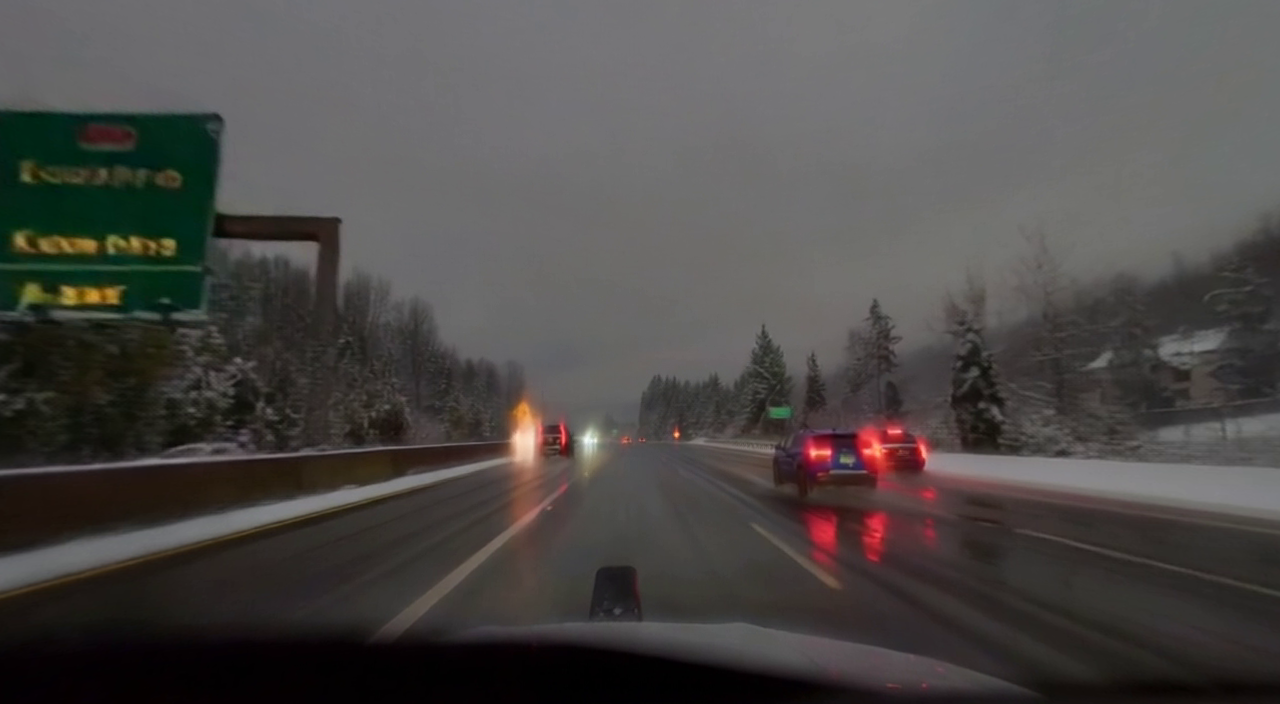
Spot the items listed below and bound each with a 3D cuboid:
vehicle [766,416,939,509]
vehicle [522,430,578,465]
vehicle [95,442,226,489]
[{"bbox_3d":[4.076,2.166,12.878,2.011,1.576,4.060,0,-8,-2],"label":"vehicle"},{"bbox_3d":[-4.020,4.355,28.837,2.032,1.465,4.316,0,-8,-1],"label":"vehicle"},{"bbox_3d":[-17.290,4.070,22.932,1.764,1.516,3.867,0,-8,-1],"label":"vehicle"}]
